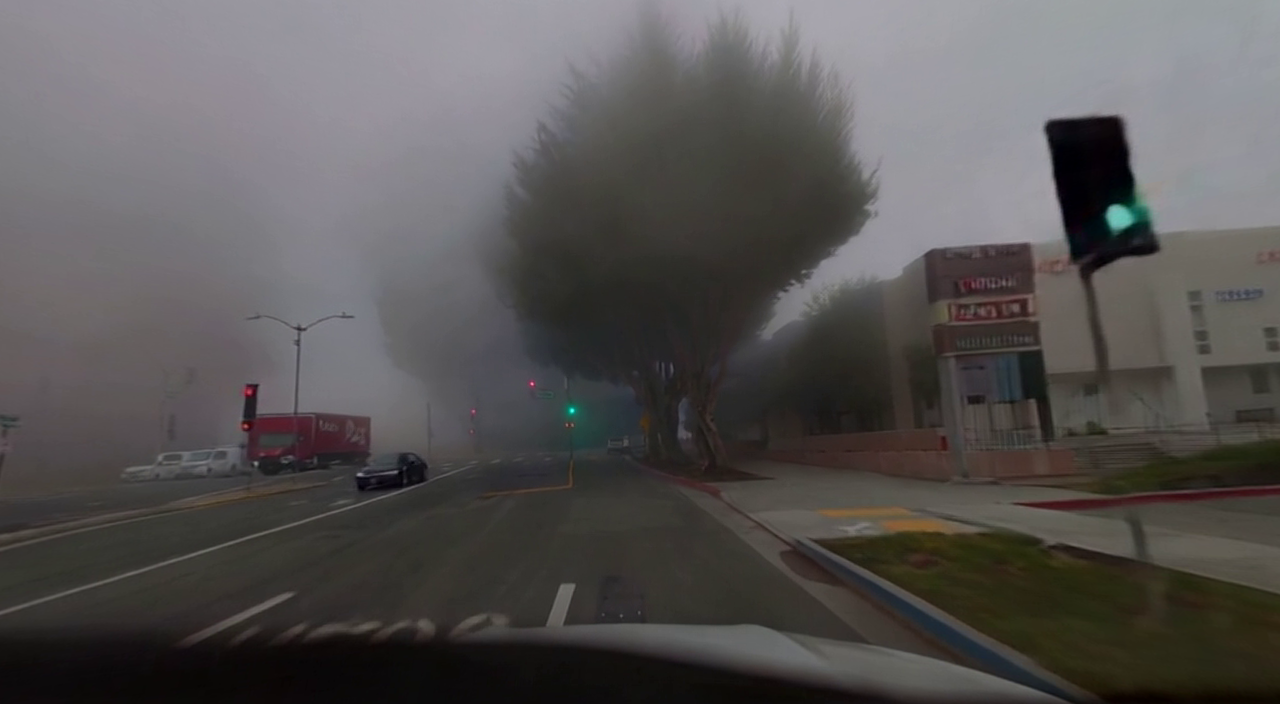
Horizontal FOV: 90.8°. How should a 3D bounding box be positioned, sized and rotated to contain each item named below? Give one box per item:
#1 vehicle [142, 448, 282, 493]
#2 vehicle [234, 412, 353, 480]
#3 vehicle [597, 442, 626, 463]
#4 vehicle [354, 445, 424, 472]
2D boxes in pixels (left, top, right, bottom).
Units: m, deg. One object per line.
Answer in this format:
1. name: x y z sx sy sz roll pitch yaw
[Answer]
1. vehicle: -18.336 5.041 27.379 2.101 1.721 4.587 -3 -9 17
2. vehicle: -21.970 5.996 40.489 3.045 3.961 6.104 -2 -9 15
3. vehicle: -2.071 7.409 46.612 2.006 1.470 3.799 0 -8 -1
4. vehicle: -17.180 7.269 43.495 1.988 1.762 4.653 -2 -9 16
